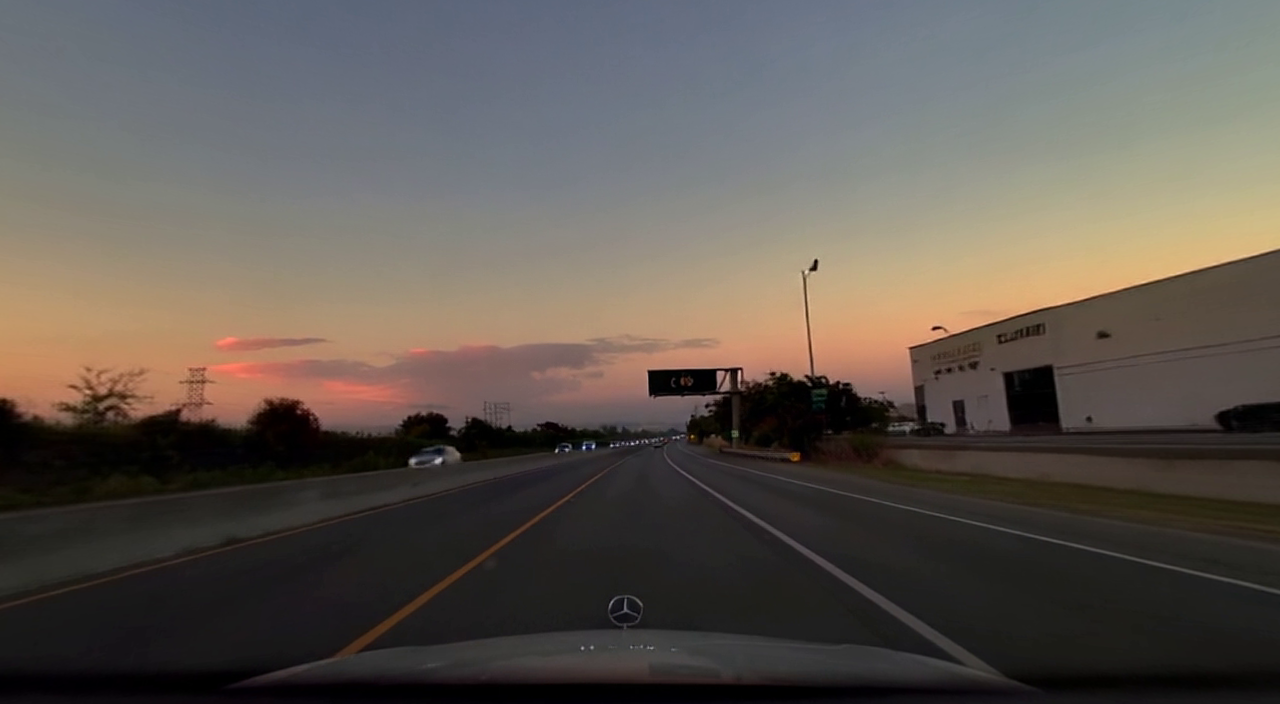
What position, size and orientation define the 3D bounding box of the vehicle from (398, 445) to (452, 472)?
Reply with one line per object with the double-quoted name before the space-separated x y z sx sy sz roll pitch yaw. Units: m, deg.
"vehicle" -14.422 7.147 42.642 1.936 1.715 4.646 0 -8 1
